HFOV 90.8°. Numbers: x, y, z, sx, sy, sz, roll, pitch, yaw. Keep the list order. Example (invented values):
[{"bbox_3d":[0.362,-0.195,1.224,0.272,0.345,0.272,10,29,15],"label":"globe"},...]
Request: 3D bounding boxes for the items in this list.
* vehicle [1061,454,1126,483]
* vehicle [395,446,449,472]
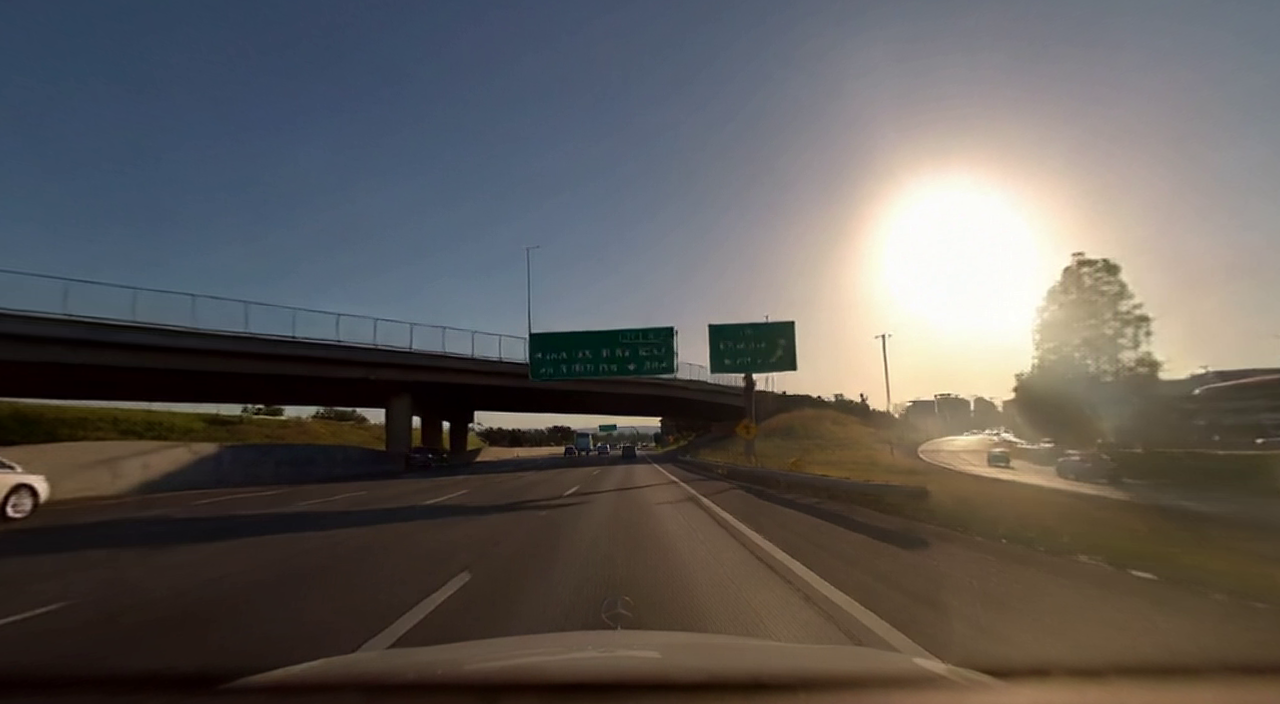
[{"bbox_3d":[29.485,7.558,41.258,2.356,1.643,4.254,-3,-9,21],"label":"vehicle"},{"bbox_3d":[-14.579,7.154,42.559,2.057,1.619,4.443,0,-9,0],"label":"vehicle"}]
